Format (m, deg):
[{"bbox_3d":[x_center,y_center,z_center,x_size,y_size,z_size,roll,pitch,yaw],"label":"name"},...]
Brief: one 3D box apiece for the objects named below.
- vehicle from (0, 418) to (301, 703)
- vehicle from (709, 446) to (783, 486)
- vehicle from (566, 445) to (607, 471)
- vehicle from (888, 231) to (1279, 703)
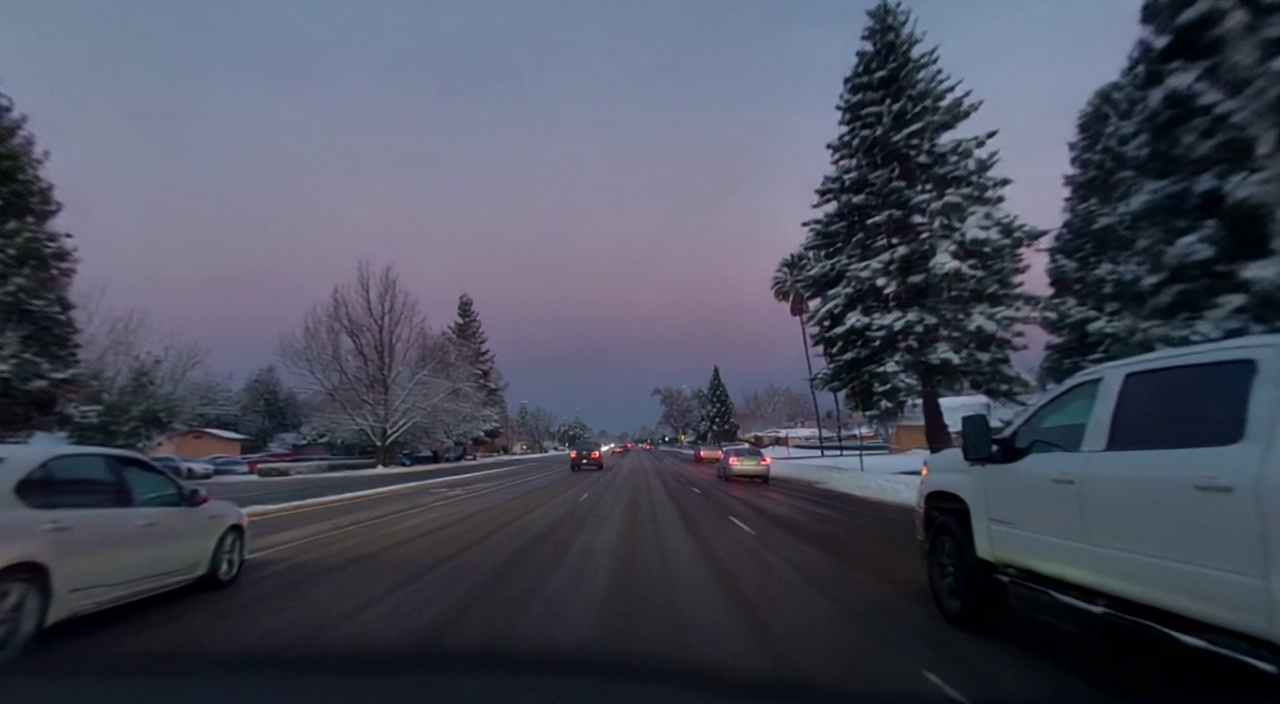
[{"bbox_3d":[-4.473,1.264,4.352,2.094,1.509,4.286,0,-8,-4],"label":"vehicle"},{"bbox_3d":[4.122,4.528,25.526,2.149,1.421,4.805,0,-8,0],"label":"vehicle"},{"bbox_3d":[-3.399,6.817,40.963,2.263,1.548,4.555,0,-8,0],"label":"vehicle"},{"bbox_3d":[3.422,0.682,2.611,2.478,2.030,5.723,0,-8,0],"label":"vehicle"}]
